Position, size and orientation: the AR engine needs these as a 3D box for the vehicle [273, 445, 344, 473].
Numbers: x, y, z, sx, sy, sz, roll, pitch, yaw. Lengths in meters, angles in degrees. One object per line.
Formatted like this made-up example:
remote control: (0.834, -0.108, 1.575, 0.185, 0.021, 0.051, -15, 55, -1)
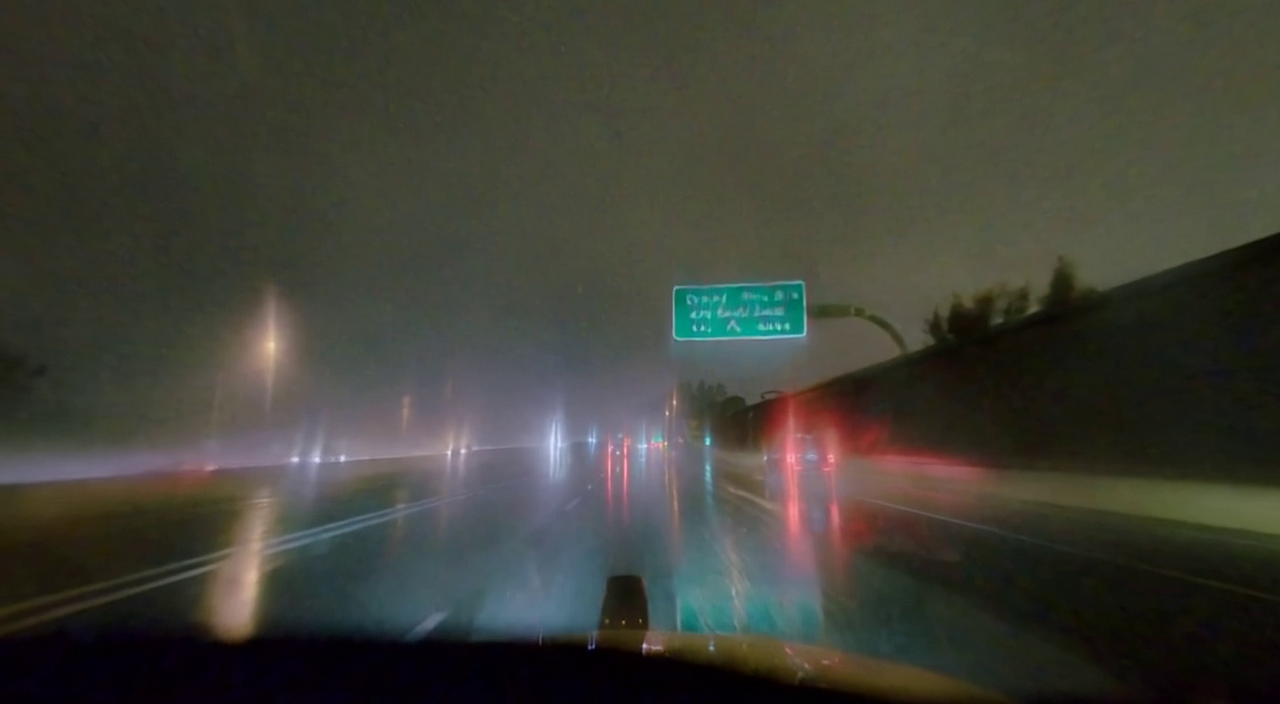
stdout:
vehicle: (-23.539, 7.591, 45.067, 1.999, 1.811, 5.381, -1, -9, 2)
